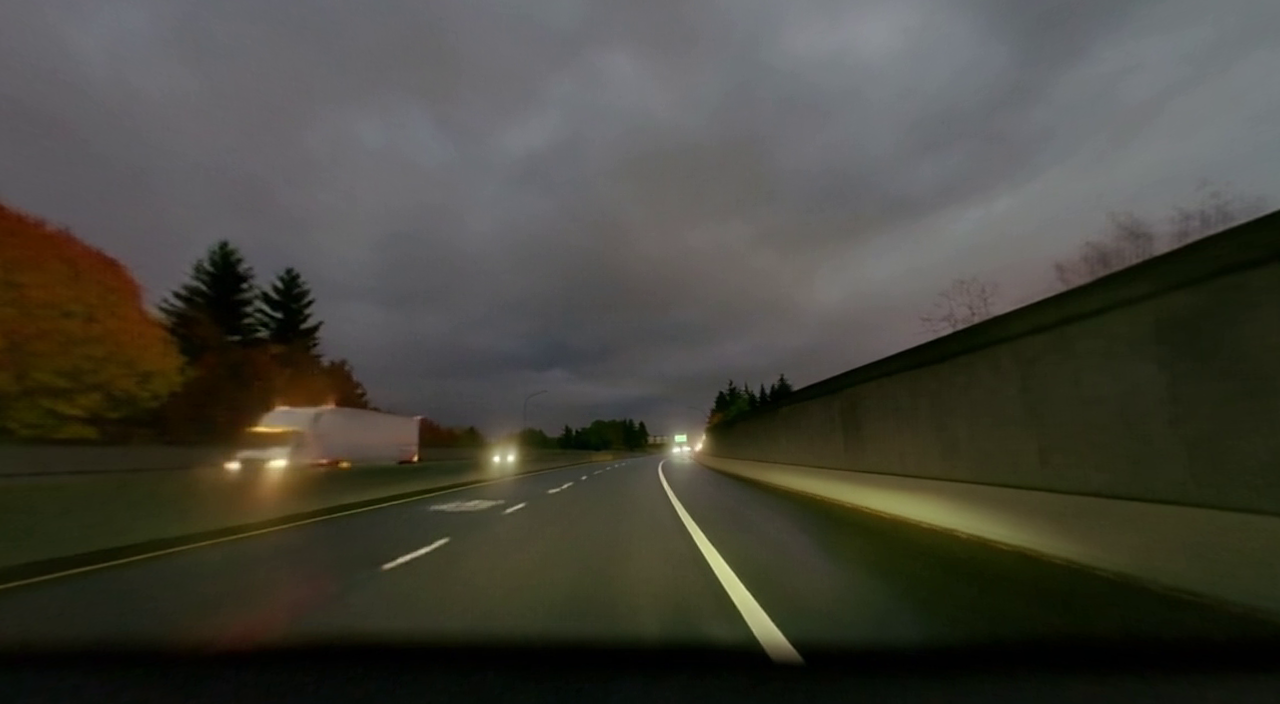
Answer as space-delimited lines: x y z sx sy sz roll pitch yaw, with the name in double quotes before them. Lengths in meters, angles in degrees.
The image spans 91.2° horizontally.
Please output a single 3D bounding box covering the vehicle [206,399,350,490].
"vehicle" -18.018 4.715 31.884 3.013 4.047 6.923 0 -9 0
